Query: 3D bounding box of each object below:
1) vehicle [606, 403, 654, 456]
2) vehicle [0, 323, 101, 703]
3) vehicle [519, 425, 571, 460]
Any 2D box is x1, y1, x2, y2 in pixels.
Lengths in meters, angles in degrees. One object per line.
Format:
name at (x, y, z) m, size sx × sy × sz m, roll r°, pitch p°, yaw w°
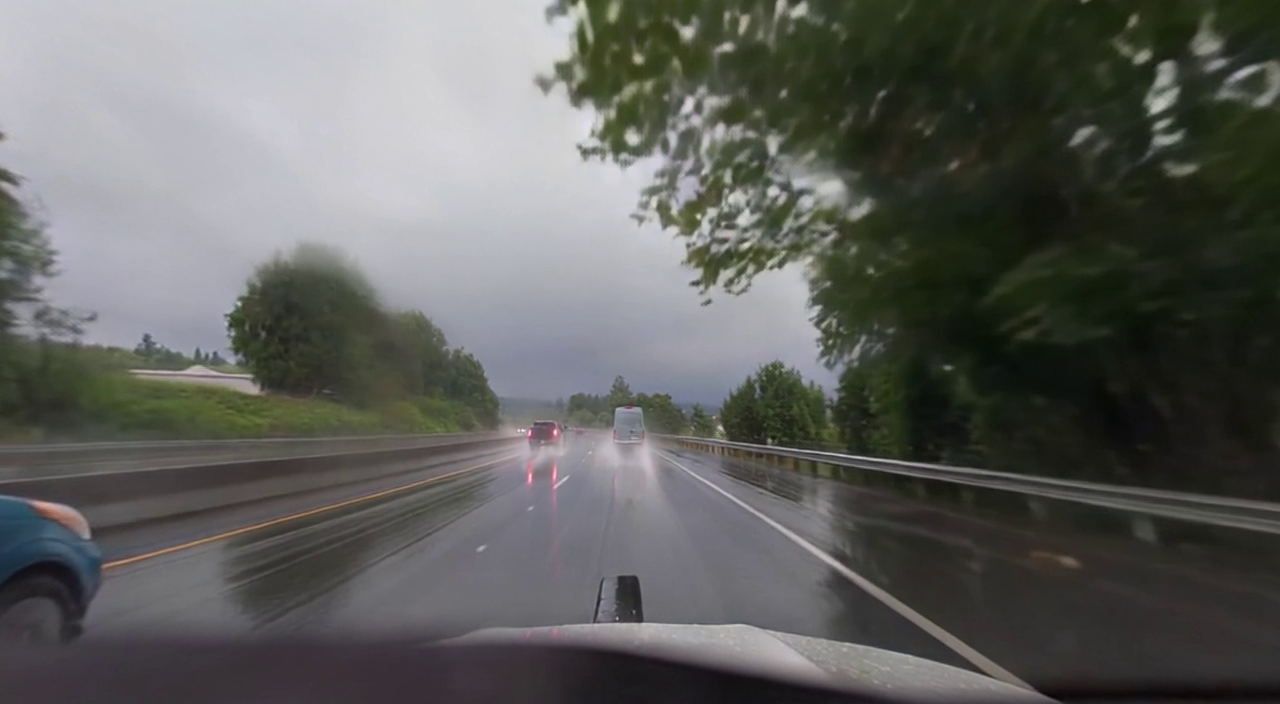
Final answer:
vehicle at (-0.719, 4.714, 38.024) m, size 2.647 × 2.896 × 6.480 m, roll 0°, pitch -8°, yaw -3°
vehicle at (-3.904, 0.495, 0.921) m, size 2.069 × 1.751 × 4.720 m, roll 0°, pitch -8°, yaw -1°
vehicle at (-4.836, 4.684, 32.748) m, size 2.110 × 1.636 × 4.453 m, roll 0°, pitch -8°, yaw -2°
